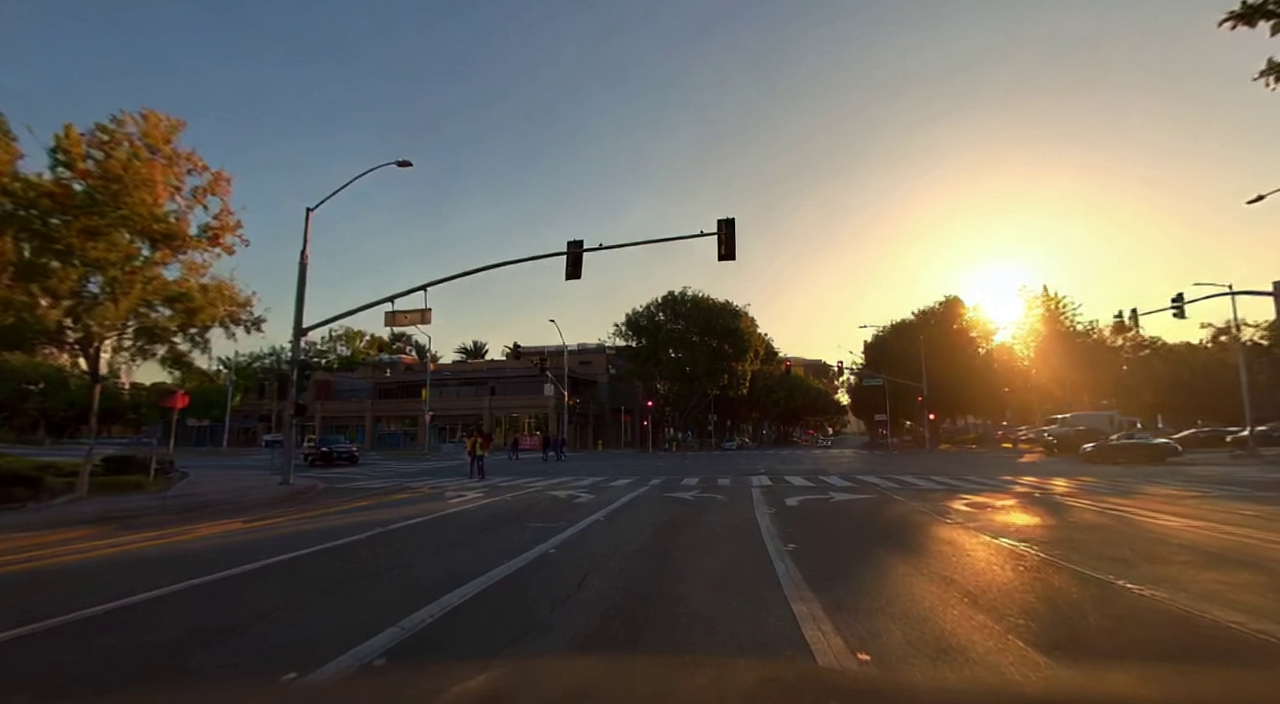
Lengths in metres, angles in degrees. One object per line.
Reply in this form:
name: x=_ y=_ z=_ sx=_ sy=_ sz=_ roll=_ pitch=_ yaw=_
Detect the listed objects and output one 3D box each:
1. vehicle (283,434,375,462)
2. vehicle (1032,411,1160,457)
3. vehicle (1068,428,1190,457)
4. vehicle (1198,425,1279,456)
vehicle: x=-17.178 y=5.328 z=34.931 sx=4.265 sy=1.493 sz=1.871 roll=-2 pitch=-9 yaw=13
vehicle: x=28.634 y=5.219 z=39.950 sx=5.855 sy=2.746 sz=2.523 roll=-2 pitch=-9 yaw=12
vehicle: x=26.117 y=4.857 z=33.903 sx=4.740 sy=1.464 sz=1.876 roll=-2 pitch=-9 yaw=11
vehicle: x=36.954 y=5.302 z=37.751 sx=4.896 sy=1.729 sz=1.952 roll=-2 pitch=-9 yaw=12
